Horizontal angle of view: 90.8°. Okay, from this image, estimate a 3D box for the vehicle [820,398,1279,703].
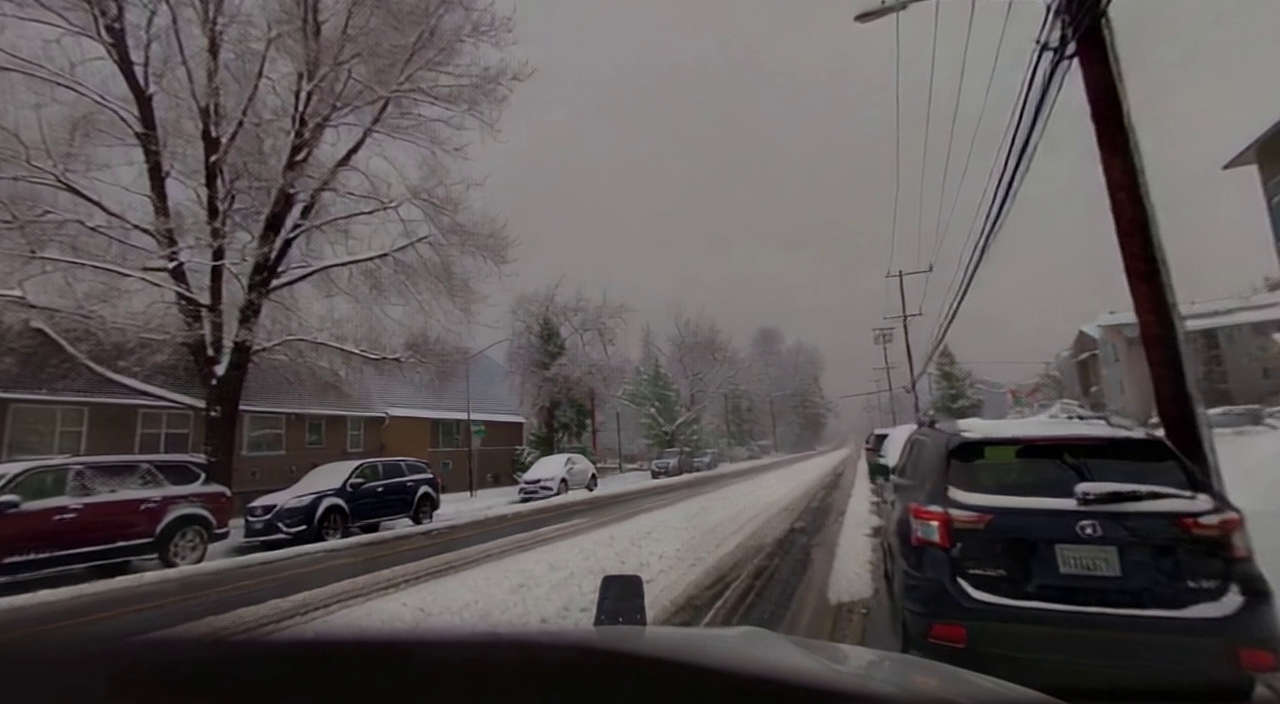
[{"bbox_3d":[2.648,1.312,4.947,2.030,1.535,4.683,-3,-9,19],"label":"vehicle"}]

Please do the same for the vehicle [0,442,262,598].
[{"bbox_3d":[-8.342,2.346,8.972,1.973,1.848,5.100,-10,-11,15],"label":"vehicle"}]

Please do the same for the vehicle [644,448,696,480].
[{"bbox_3d":[1.955,6.936,39.551,2.011,1.801,4.676,-3,-9,19],"label":"vehicle"}]

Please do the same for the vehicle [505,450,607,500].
[{"bbox_3d":[-3.221,4.925,25.112,2.017,1.582,4.664,-10,-14,18],"label":"vehicle"}]

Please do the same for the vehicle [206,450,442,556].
[{"bbox_3d":[-6.646,3.169,13.956,2.068,1.745,4.579,-10,-11,15],"label":"vehicle"}]
